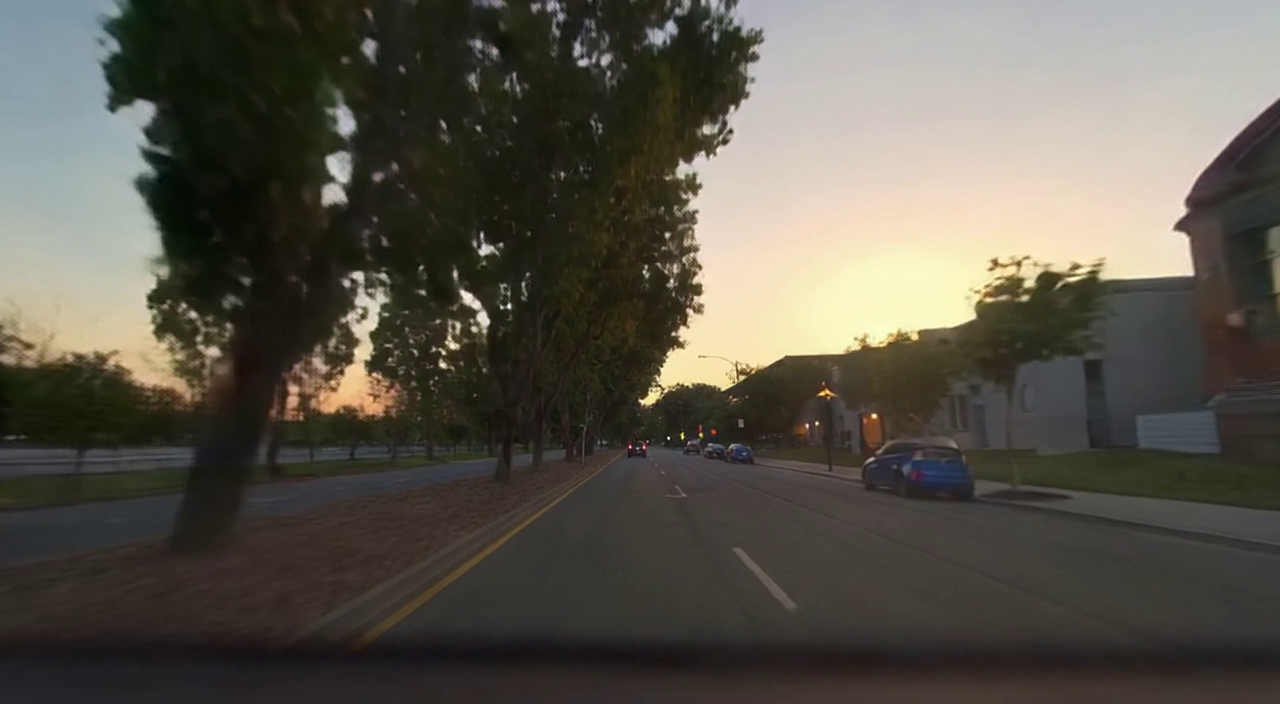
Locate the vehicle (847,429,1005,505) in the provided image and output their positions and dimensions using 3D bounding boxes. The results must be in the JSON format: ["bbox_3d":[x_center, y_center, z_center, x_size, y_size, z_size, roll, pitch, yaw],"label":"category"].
[{"bbox_3d":[7.858,3.198,18.008,2.167,1.848,4.713,0,-8,-1],"label":"vehicle"}]

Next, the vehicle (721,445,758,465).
[{"bbox_3d":[7.515,7.865,48.291,1.991,1.446,4.685,0,-8,-1],"label":"vehicle"}]
